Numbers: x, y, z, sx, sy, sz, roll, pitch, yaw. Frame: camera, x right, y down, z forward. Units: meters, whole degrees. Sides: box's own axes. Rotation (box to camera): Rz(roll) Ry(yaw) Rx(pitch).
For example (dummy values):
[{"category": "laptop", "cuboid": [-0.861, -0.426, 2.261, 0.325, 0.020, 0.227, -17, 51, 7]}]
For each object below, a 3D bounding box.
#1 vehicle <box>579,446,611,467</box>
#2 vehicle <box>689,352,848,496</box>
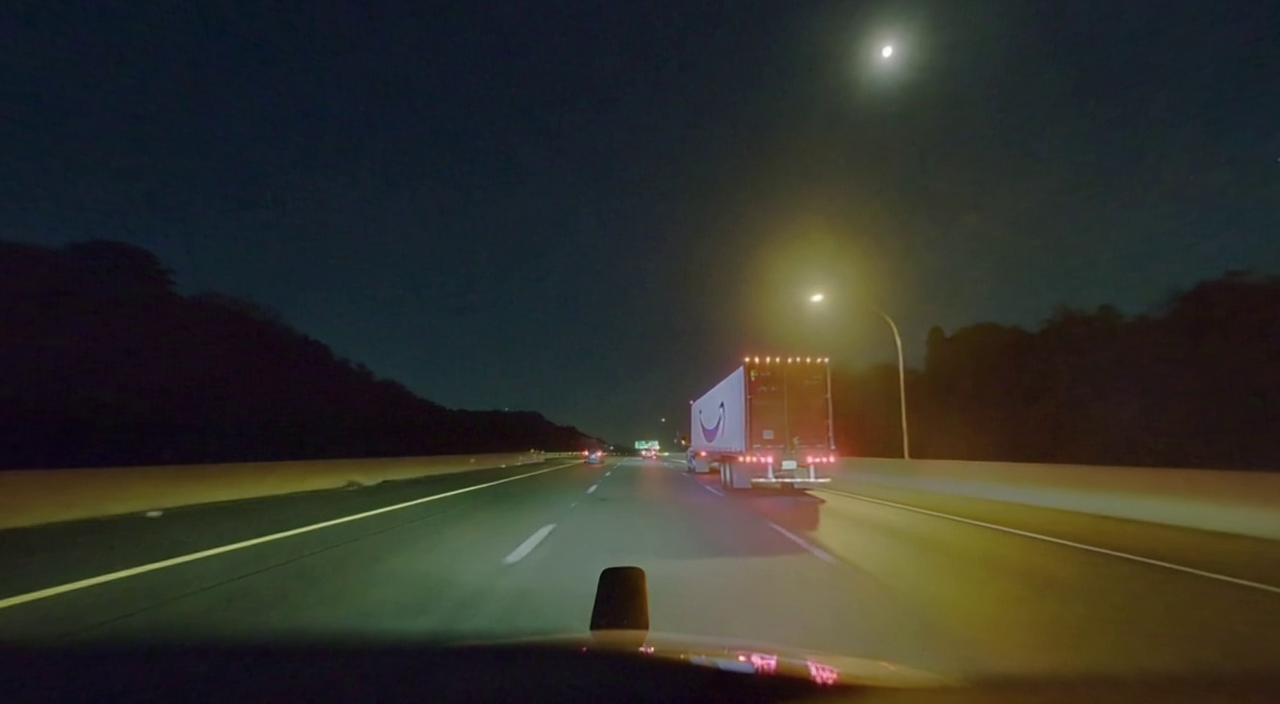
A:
[{"category": "vehicle", "cuboid": [-3.483, 8.249, 49.618, 2.200, 1.562, 4.959, 0, -8, 0]}, {"category": "vehicle", "cuboid": [4.238, 3.240, 26.097, 2.928, 4.021, 17.190, 0, -8, 0]}]
